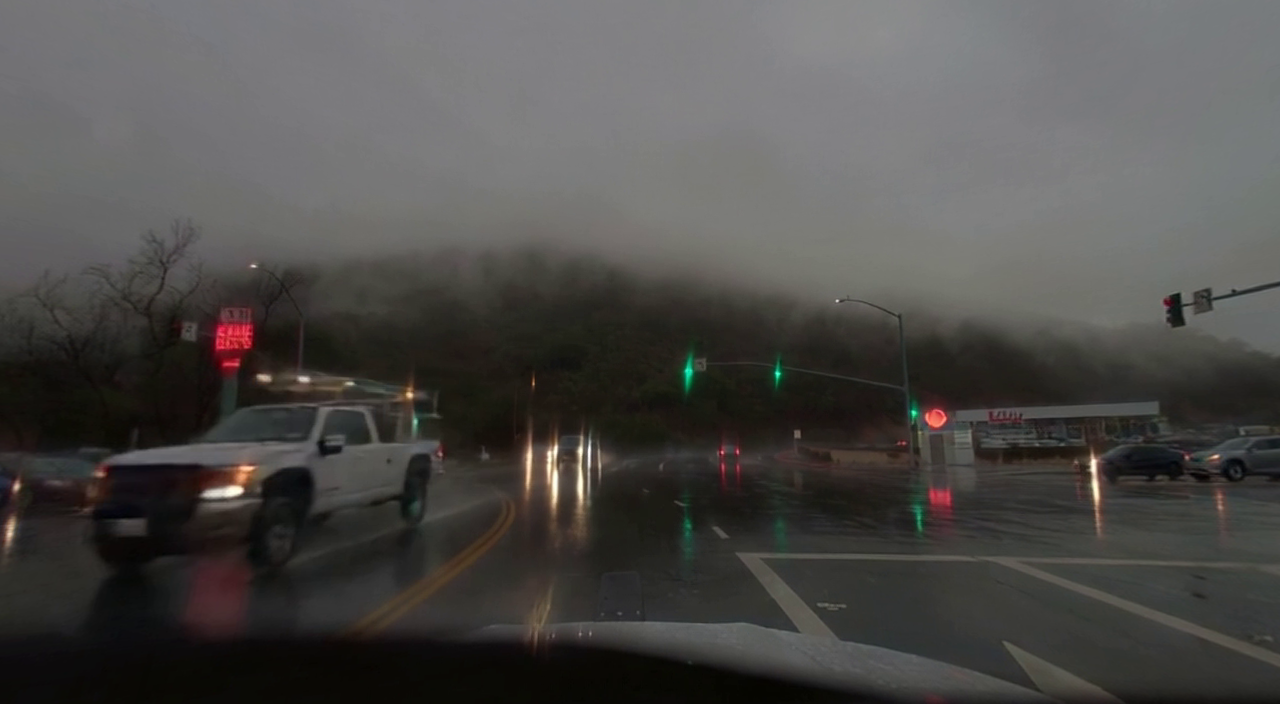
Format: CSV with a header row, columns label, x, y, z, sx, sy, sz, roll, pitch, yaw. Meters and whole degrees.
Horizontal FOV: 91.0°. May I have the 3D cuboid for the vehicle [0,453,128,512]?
label,x,y,z,sx,sy,sz,roll,pitch,yaw
vehicle,-19.815,4.196,20.518,4.440,1.748,2.033,0,-8,1

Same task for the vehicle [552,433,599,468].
label,x,y,z,sx,sy,sz,roll,pitch,yaw
vehicle,-4.368,6.790,43.479,2.662,2.197,5.454,0,-8,0

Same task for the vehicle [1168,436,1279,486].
label,x,y,z,sx,sy,sz,roll,pitch,yaw
vehicle,25.036,4.472,26.077,4.546,1.944,2.051,1,-9,-5

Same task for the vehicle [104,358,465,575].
label,x,y,z,sx,sy,sz,roll,pitch,yaw
vehicle,-4.444,1.575,9.253,2.196,2.264,5.206,0,-8,0
